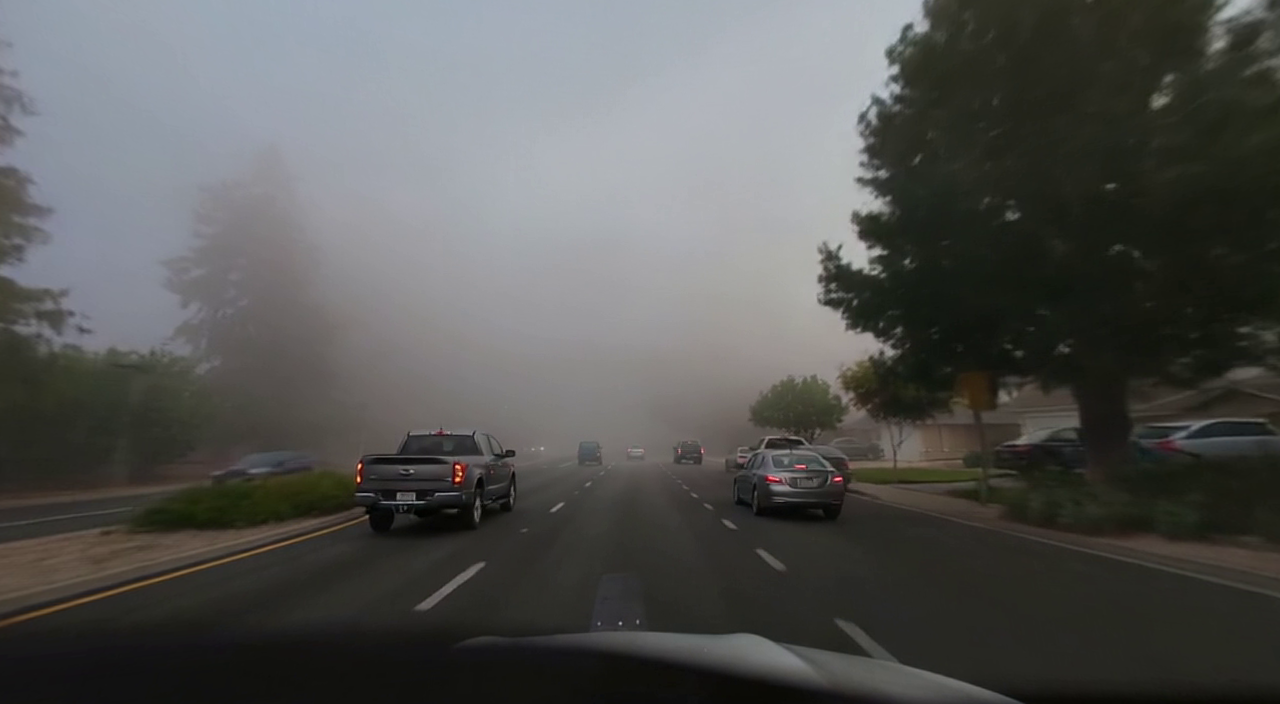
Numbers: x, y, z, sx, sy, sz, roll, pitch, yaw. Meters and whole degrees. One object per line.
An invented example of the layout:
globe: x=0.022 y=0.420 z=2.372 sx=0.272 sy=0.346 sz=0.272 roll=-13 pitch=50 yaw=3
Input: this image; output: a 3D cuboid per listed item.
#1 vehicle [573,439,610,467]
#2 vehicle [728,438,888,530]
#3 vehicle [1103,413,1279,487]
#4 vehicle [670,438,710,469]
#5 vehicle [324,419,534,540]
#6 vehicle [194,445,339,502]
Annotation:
vehicle: x=-3.321 y=7.044 z=44.128 sx=2.218 sy=1.829 sz=4.492 roll=0 pitch=-8 yaw=0
vehicle: x=3.033 y=2.456 z=12.413 sx=1.884 sy=1.463 sz=4.195 roll=0 pitch=-8 yaw=-2
vehicle: x=15.023 y=2.530 z=16.445 sx=4.320 sy=1.792 sz=1.989 roll=0 pitch=-8 yaw=-1
vehicle: x=3.129 y=6.458 z=40.379 sx=2.099 sy=1.845 sz=4.363 roll=0 pitch=-8 yaw=-2
vehicle: x=-3.537 y=2.261 z=11.943 sx=2.111 sy=1.745 sz=5.274 roll=0 pitch=-8 yaw=0
vehicle: x=-12.013 y=3.899 z=20.764 sx=1.949 sy=1.624 sz=4.567 roll=0 pitch=-8 yaw=0
